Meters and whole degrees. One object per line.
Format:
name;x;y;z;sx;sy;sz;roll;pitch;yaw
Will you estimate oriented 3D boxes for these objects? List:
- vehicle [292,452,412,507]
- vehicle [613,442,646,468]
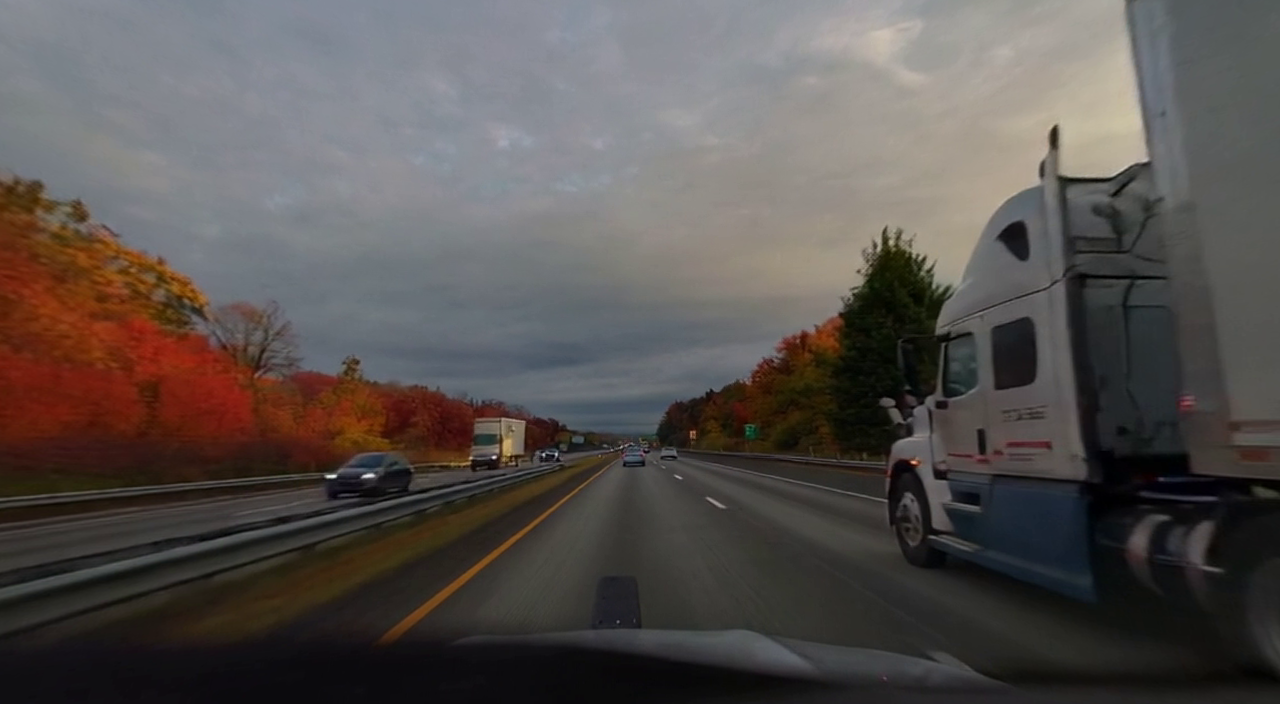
vehicle;-8.998;3.981;20.009;1.941;1.521;4.082;0;-9;-1
vehicle;-0.743;7.059;43.204;2.151;1.693;4.201;0;-9;-2
